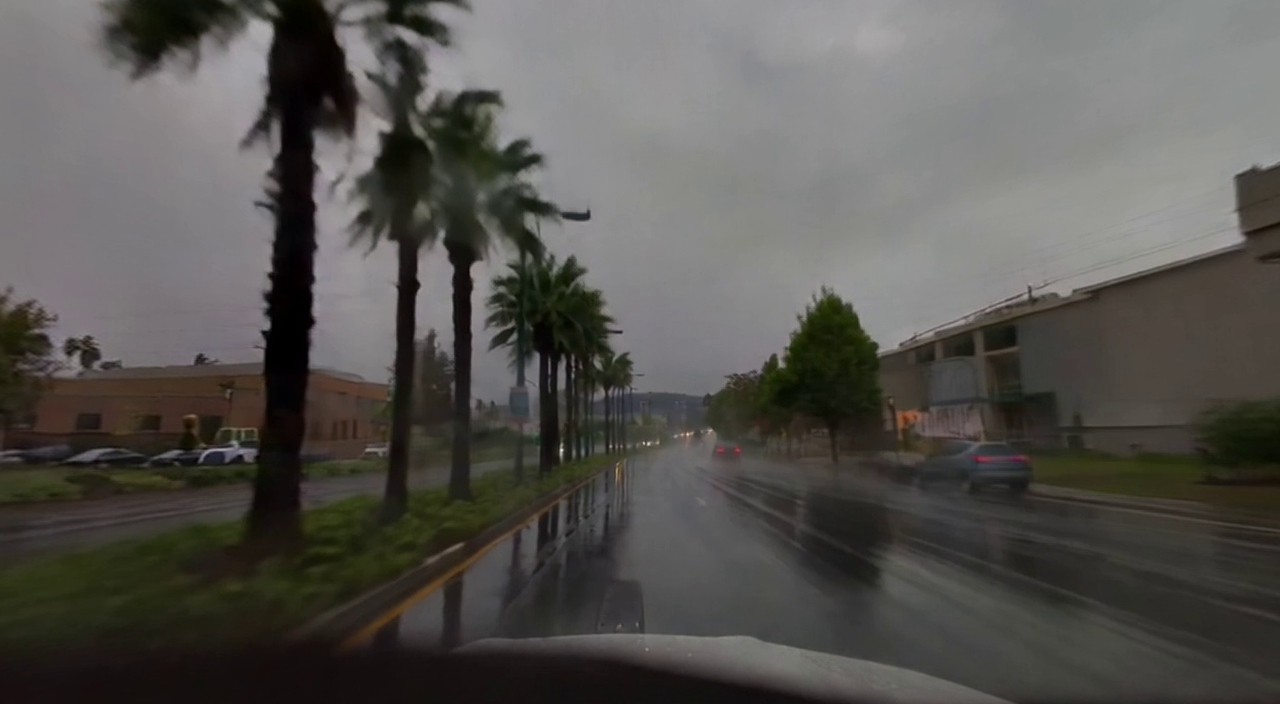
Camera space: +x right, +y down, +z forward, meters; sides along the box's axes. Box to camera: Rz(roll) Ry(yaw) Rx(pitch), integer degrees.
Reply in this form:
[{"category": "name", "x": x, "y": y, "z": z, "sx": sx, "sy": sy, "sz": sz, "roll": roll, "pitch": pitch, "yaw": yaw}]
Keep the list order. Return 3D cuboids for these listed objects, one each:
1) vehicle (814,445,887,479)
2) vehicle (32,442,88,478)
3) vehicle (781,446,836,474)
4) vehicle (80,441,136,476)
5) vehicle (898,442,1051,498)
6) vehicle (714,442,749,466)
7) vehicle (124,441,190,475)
[{"category": "vehicle", "x": 10.109, "y": 5.301, "z": 30.682, "sx": 1.875, "sy": 1.491, "sz": 4.780, "roll": 0, "pitch": -8, "yaw": 0}, {"category": "vehicle", "x": -43.129, "y": 7.961, "z": 46.713, "sx": 5.843, "sy": 2.364, "sz": 2.352, "roll": -7, "pitch": -11, "yaw": 42}, {"category": "vehicle", "x": 10.178, "y": 6.529, "z": 38.305, "sx": 1.950, "sy": 1.410, "sz": 4.642, "roll": 0, "pitch": -7, "yaw": -1}, {"category": "vehicle", "x": -39.995, "y": 7.935, "z": 47.236, "sx": 5.579, "sy": 2.458, "sz": 2.324, "roll": -8, "pitch": -11, "yaw": 42}, {"category": "vehicle", "x": 10.286, "y": 3.640, "z": 19.896, "sx": 2.086, "sy": 1.545, "sz": 4.645, "roll": 0, "pitch": -8, "yaw": -3}, {"category": "vehicle", "x": 6.823, "y": 7.635, "z": 47.362, "sx": 2.000, "sy": 1.717, "sz": 4.101, "roll": 0, "pitch": -8, "yaw": 0}, {"category": "vehicle", "x": -37.263, "y": 8.104, "z": 48.483, "sx": 6.188, "sy": 2.494, "sz": 2.424, "roll": -7, "pitch": -11, "yaw": 39}]
